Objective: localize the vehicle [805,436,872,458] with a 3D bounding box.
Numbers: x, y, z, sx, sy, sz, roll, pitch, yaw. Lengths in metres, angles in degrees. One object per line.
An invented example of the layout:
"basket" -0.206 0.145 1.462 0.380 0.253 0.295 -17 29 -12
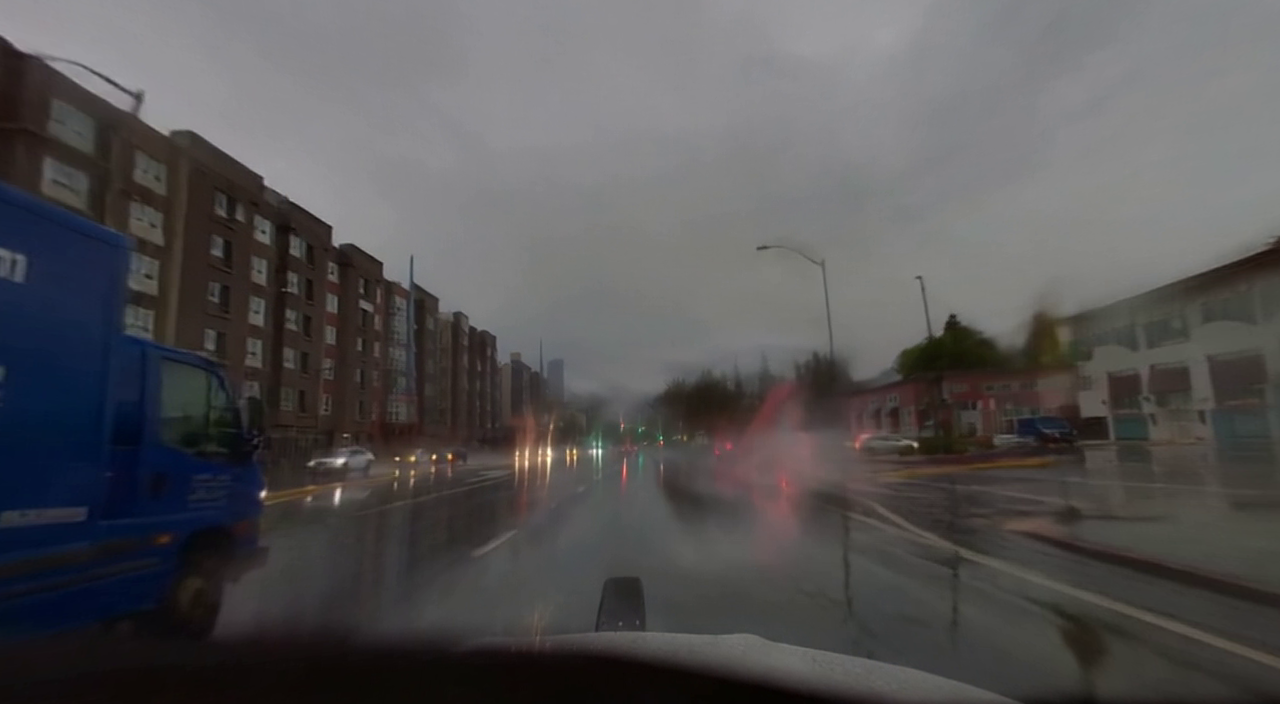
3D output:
"vehicle" 15.235 7.305 48.697 4.527 1.637 1.887 0 -9 0

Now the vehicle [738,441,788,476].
"vehicle" 6.759 5.896 35.156 2.175 1.770 4.373 -1 -9 4

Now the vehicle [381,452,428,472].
"vehicle" -18.319 8.571 49.404 1.911 1.476 4.602 0 -9 0

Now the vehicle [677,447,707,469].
"vehicle" 3.791 7.783 46.649 1.878 1.534 4.120 0 -9 -1

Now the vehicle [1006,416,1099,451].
"vehicle" 30.895 6.160 47.455 5.204 2.465 2.316 -1 -9 5

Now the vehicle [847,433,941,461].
"vehicle" 15.370 5.801 38.460 4.830 1.605 1.982 -1 -9 4

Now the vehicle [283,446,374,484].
"vehicle" -14.993 5.445 30.754 2.151 1.705 4.537 0 -9 -1

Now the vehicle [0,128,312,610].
"vehicle" -5.373 0.102 3.913 2.763 2.974 7.562 0 -8 -2
